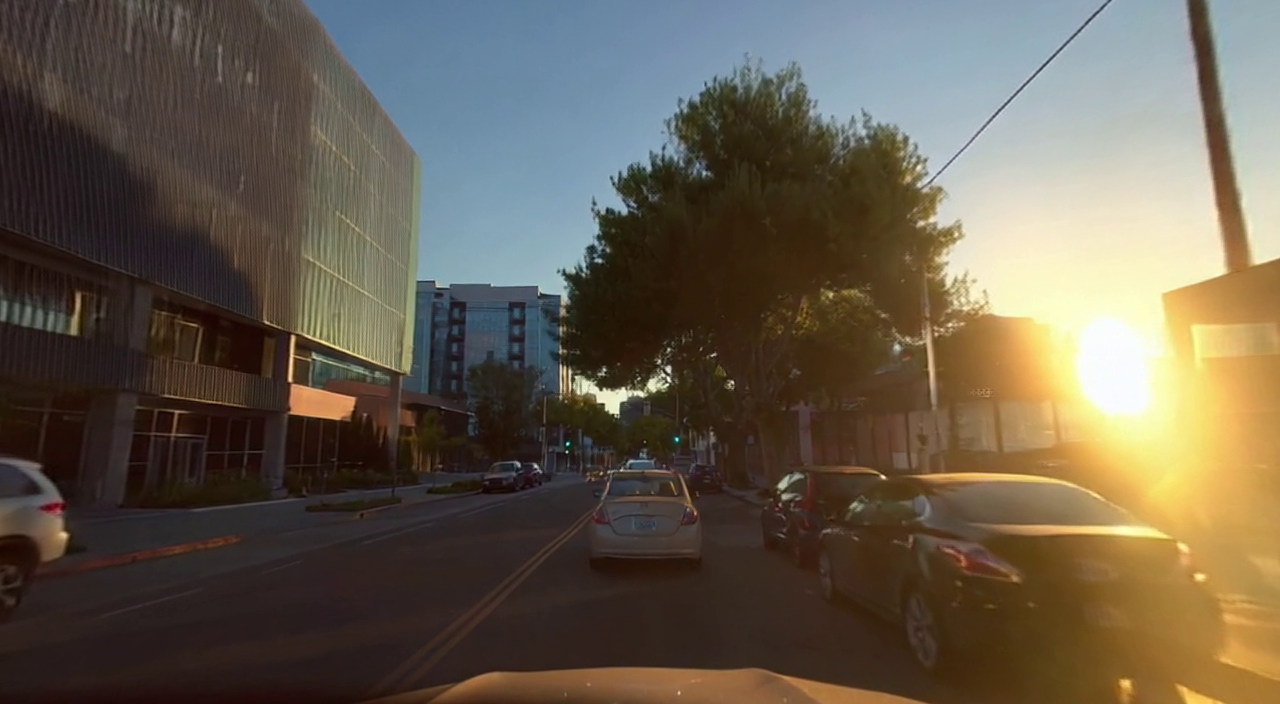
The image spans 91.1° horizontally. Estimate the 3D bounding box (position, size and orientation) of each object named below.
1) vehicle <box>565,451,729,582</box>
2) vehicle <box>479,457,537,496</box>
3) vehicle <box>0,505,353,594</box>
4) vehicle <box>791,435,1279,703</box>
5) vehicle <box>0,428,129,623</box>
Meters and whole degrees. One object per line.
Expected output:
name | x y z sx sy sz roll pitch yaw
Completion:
vehicle | 0.088 2.382 9.683 2.018 1.583 3.646 1 -10 0
vehicle | -6.600 6.342 31.846 2.024 1.654 4.396 -3 -12 -1
vehicle | -6.858 3.028 10.171 2.223 0.774 4.789 1 -10 0
vehicle | 2.665 1.589 5.186 1.884 1.566 4.018 1 -10 1
vehicle | -6.724 1.405 4.690 1.994 1.701 4.520 -3 -12 -1
